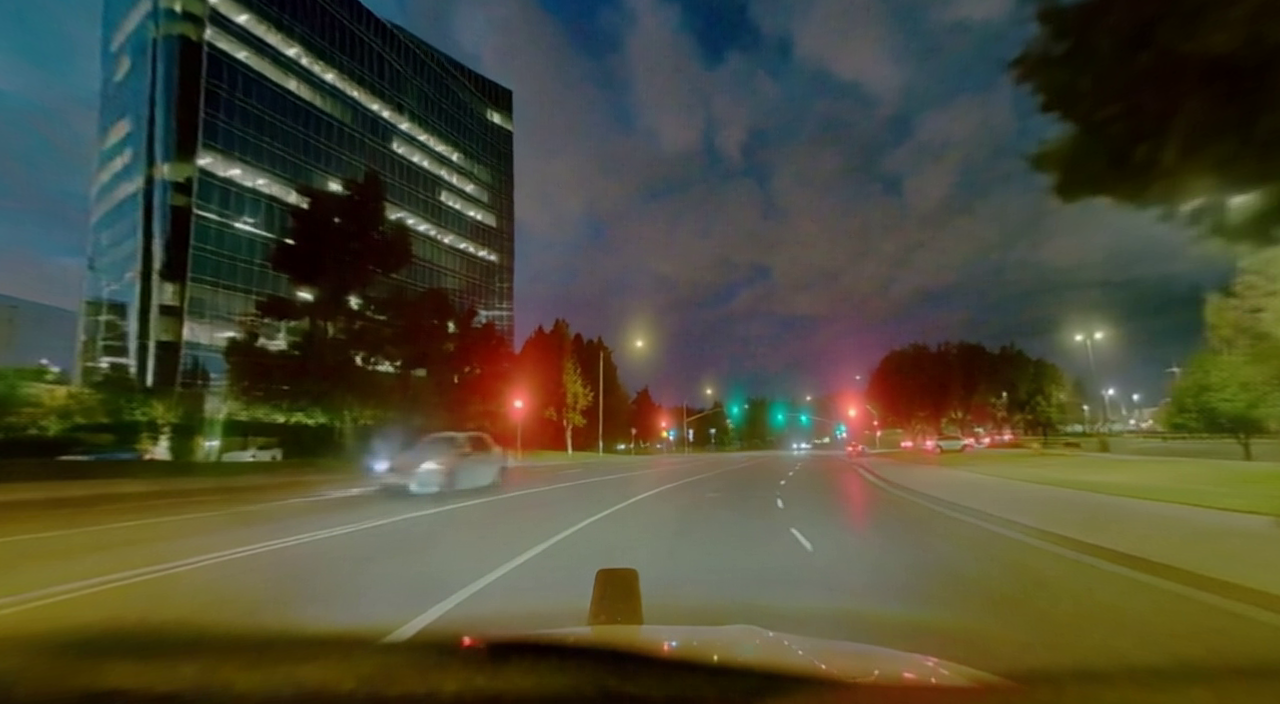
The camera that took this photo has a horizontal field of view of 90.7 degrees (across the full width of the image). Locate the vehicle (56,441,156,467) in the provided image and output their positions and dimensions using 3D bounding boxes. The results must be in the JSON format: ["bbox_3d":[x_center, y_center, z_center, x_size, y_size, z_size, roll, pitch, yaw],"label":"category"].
[{"bbox_3d":[-39.267,7.520,46.735,1.981,1.755,5.271,-1,-9,15],"label":"vehicle"}]

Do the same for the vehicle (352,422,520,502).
[{"bbox_3d":[-4.882,2.733,16.043,2.117,1.683,4.565,-2,-9,10],"label":"vehicle"}]
